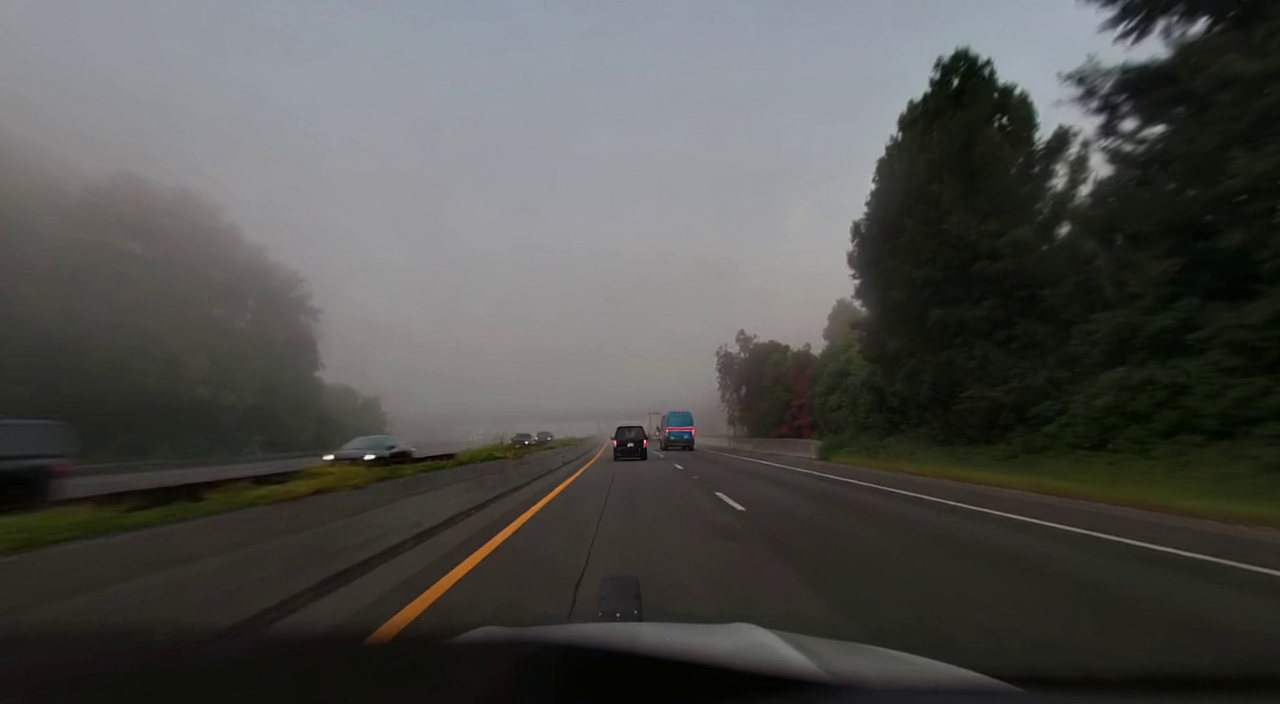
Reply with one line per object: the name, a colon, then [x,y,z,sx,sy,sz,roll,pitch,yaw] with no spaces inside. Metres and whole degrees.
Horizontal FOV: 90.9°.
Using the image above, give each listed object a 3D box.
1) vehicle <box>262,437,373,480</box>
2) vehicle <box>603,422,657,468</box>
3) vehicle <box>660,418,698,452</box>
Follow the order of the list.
vehicle: [-12.216,4.026,24.268,1.951,1.489,4.658,0,-8,-2]
vehicle: [-0.438,3.872,26.406,2.073,1.750,4.116,0,-8,-2]
vehicle: [2.987,6.558,49.635,2.387,2.506,5.374,0,-8,-2]
